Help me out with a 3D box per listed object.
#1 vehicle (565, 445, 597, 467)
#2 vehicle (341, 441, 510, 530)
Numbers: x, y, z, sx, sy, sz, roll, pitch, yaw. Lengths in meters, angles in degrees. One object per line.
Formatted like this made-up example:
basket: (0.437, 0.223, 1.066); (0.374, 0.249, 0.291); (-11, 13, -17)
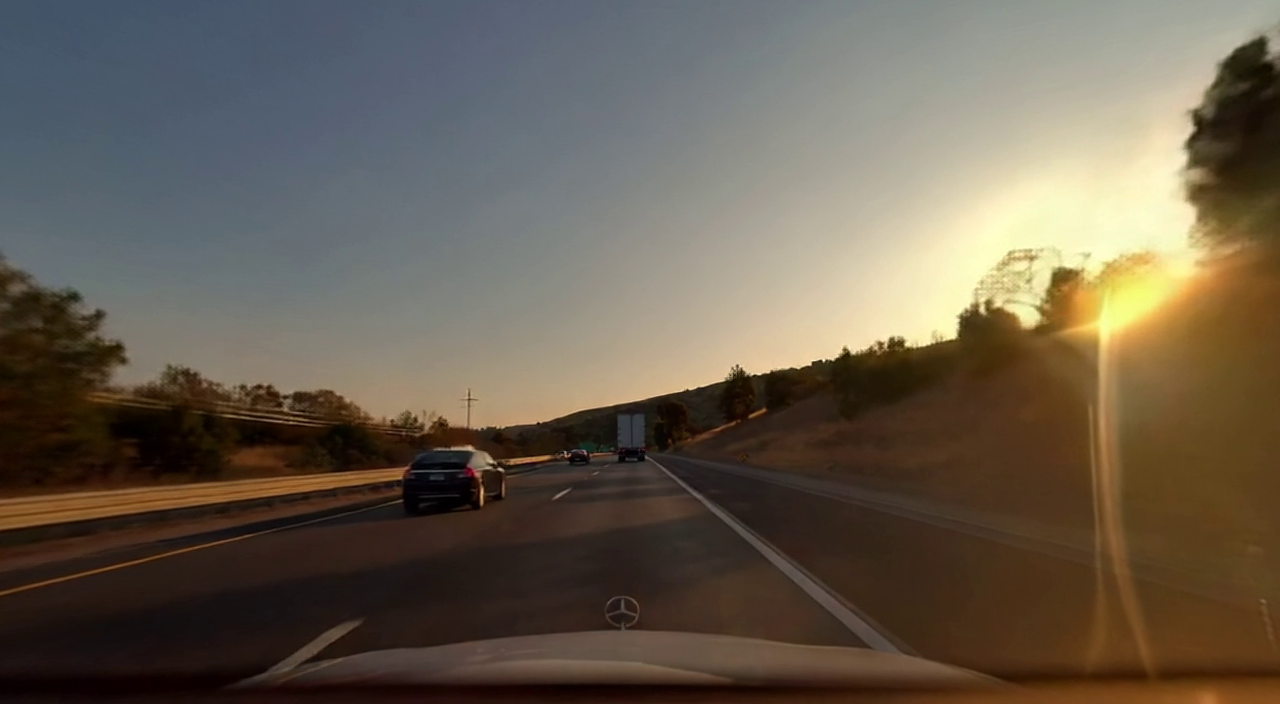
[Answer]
vehicle: (-4.593, 8.199, 49.825); (2.115, 1.668, 4.217); (0, -9, 0)
vehicle: (-4.100, 2.605, 12.885); (1.978, 1.507, 4.062); (0, -9, 0)
